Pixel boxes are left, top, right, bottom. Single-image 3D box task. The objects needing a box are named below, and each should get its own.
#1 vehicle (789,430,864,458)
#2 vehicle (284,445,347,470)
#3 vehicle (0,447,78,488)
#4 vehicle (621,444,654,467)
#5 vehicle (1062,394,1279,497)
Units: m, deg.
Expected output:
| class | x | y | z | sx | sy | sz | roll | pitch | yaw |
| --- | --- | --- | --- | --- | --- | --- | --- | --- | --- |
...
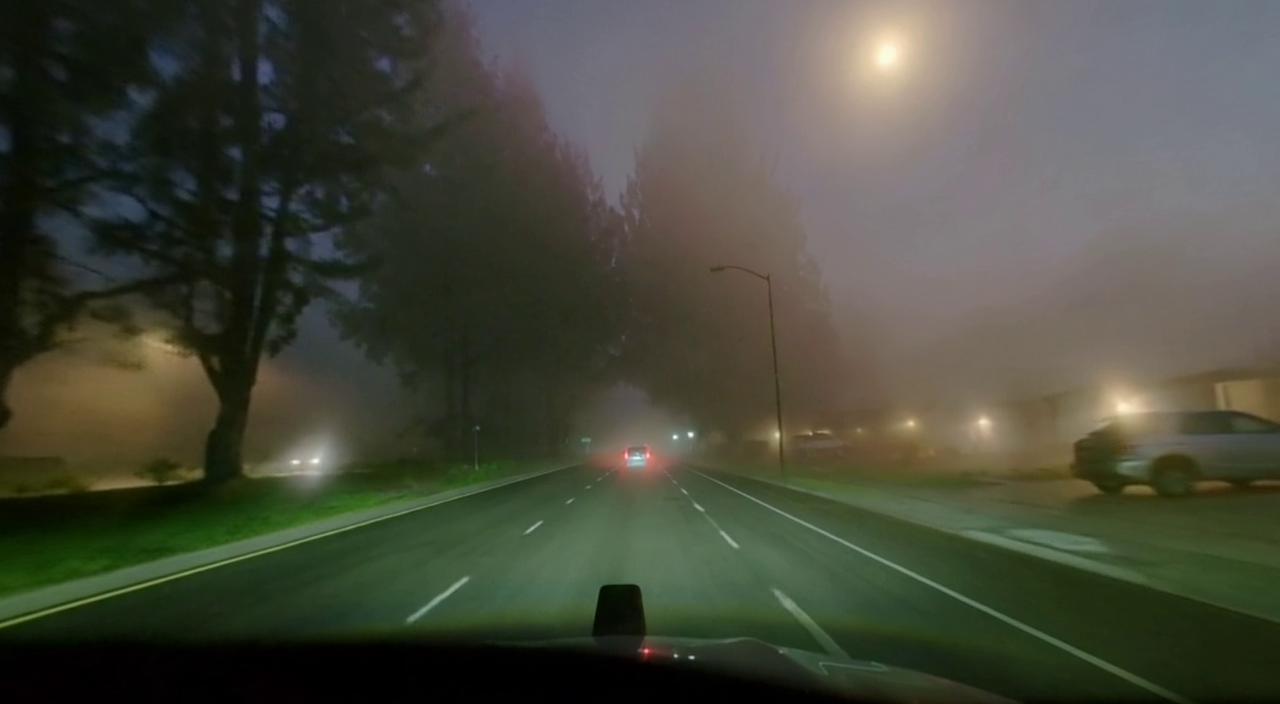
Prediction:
| class | x | y | z | sx | sy | sz | roll | pitch | yaw |
| --- | --- | --- | --- | --- | --- | --- | --- | --- | --- |
| vehicle | 13.375 | 6.630 | 45.333 | 4.739 | 1.918 | 2.071 | 0 | -8 | 2 |
| vehicle | -19.673 | 6.387 | 38.198 | 1.836 | 1.456 | 3.647 | 0 | -8 | 0 |
| vehicle | -24.130 | 4.378 | 23.990 | 1.892 | 1.455 | 3.564 | 0 | -8 | 1 |
| vehicle | -0.177 | 6.710 | 40.912 | 2.054 | 1.456 | 4.003 | 0 | -8 | 0 |
| vehicle | 12.243 | 1.985 | 13.373 | 4.923 | 2.019 | 1.985 | 0 | -9 | 2 |
